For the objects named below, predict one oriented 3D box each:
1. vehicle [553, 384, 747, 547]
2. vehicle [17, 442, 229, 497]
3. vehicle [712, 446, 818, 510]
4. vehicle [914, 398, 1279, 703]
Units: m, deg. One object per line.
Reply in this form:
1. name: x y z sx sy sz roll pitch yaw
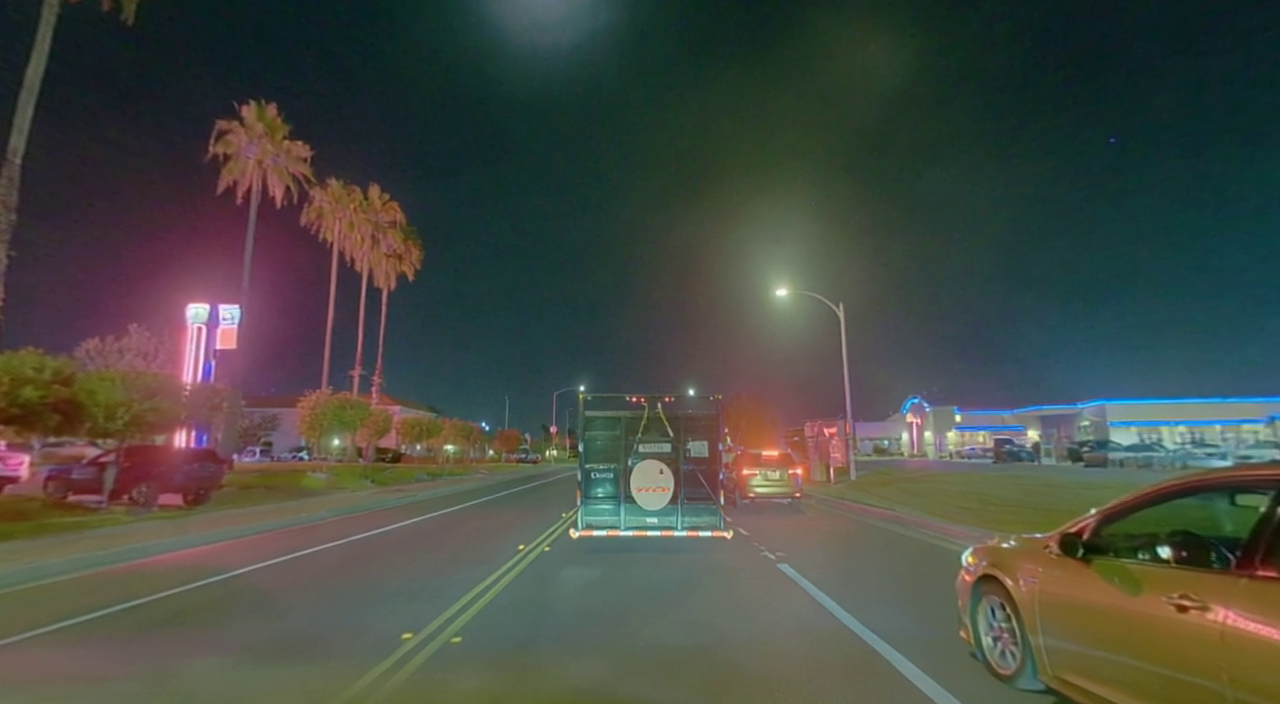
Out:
1. vehicle: 0.168 2.081 12.200 2.728 2.305 6.506 0 -8 1
2. vehicle: -15.084 3.427 18.526 4.490 1.500 1.875 0 -8 -2
3. vehicle: 3.231 3.328 17.143 2.010 1.499 4.107 0 -8 0
4. vehicle: 3.042 0.904 1.890 2.171 1.520 4.853 0 -8 -1
